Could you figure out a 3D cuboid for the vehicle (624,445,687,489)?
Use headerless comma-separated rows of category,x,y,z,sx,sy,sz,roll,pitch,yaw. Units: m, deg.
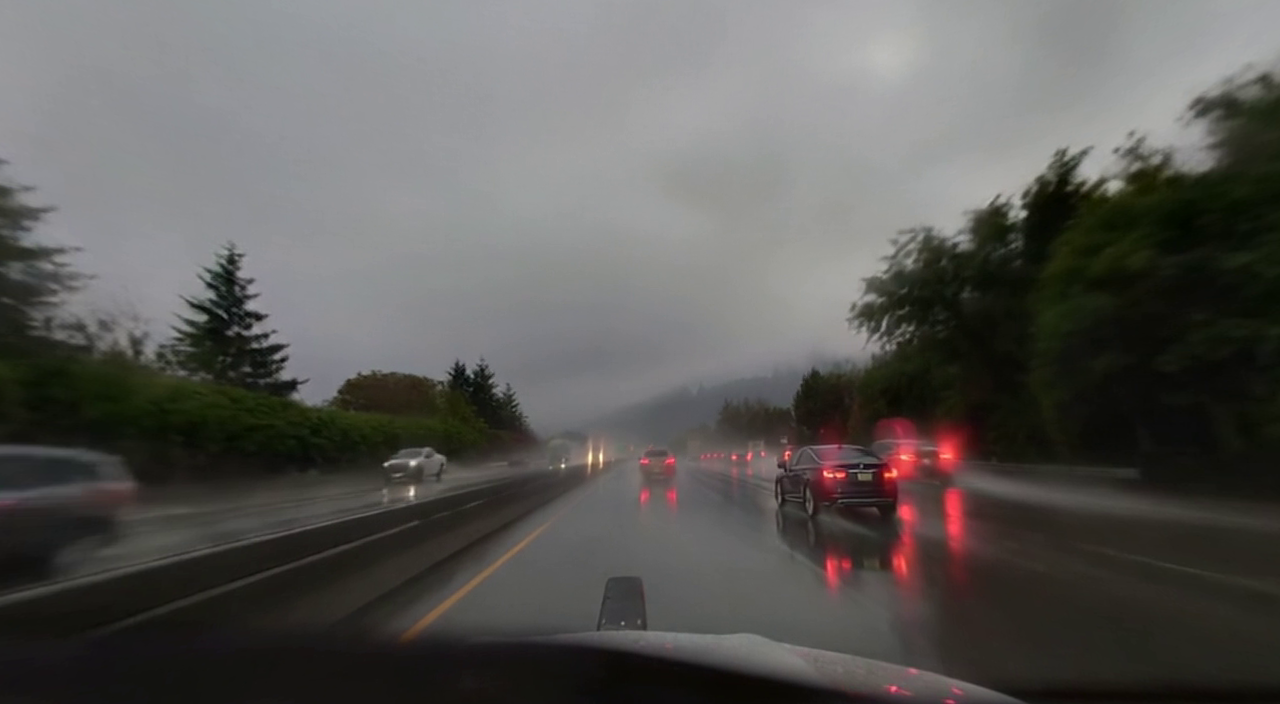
vehicle,0.554,4.333,24.102,2.177,1.520,4.278,0,-9,0

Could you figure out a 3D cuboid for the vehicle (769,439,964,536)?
vehicle,3.966,2.435,11.969,2.029,1.475,4.279,0,-9,-1

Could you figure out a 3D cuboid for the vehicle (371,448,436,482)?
vehicle,-14.962,7.163,40.191,2.139,1.995,5.076,0,-9,1
